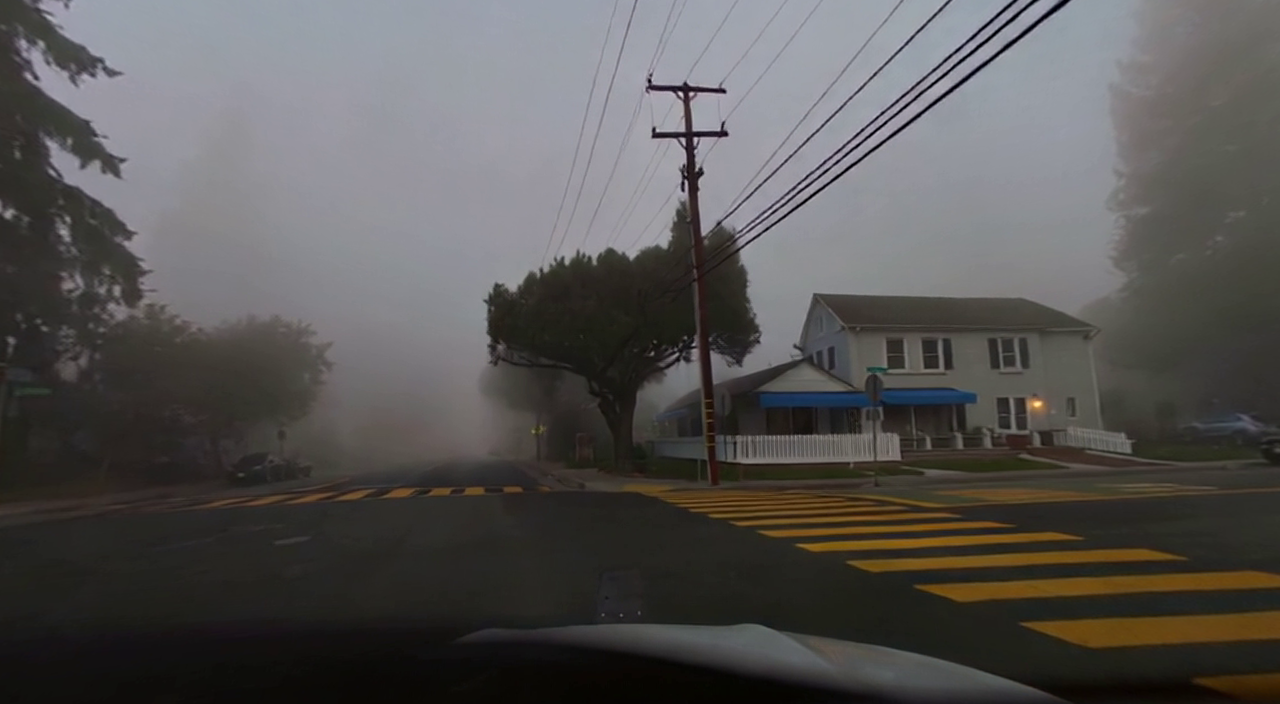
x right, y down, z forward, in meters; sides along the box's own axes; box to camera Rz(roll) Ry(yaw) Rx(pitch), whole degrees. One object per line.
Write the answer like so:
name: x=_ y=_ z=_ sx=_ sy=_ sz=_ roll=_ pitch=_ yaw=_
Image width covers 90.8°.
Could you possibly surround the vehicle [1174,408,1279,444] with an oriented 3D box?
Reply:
vehicle: x=30.967 y=3.899 z=32.741 sx=2.033 sy=1.725 sz=4.492 roll=3 pitch=-9 yaw=-16
